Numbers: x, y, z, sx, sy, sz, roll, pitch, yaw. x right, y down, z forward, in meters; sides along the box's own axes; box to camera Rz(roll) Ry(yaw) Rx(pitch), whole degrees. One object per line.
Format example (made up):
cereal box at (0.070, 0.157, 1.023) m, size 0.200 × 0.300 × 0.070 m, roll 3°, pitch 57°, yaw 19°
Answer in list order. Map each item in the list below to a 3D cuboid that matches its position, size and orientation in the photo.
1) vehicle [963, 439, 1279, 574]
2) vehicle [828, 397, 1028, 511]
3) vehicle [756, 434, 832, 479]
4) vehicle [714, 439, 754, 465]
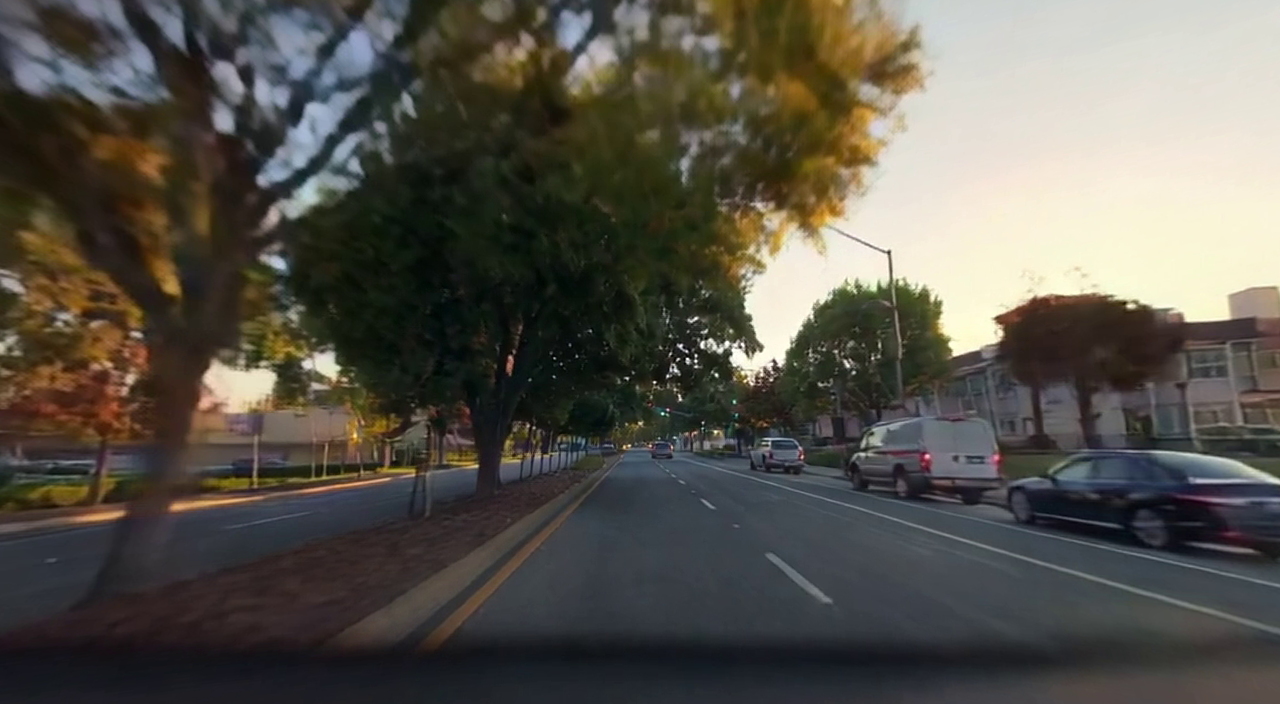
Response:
vehicle at (7.239, 2.074, 9.575) m, size 1.884 × 1.458 × 5.146 m, roll 0°, pitch -8°, yaw -1°
vehicle at (7.114, 2.636, 16.672) m, size 2.323 × 2.433 × 5.901 m, roll 0°, pitch -8°, yaw -1°
vehicle at (7.008, 4.819, 29.320) m, size 2.088 × 1.848 × 4.936 m, roll 0°, pitch -9°, yaw -2°
vehicle at (6.953, 7.474, 47.367) m, size 2.132 × 1.793 × 5.003 m, roll 0°, pitch -8°, yaw -1°
